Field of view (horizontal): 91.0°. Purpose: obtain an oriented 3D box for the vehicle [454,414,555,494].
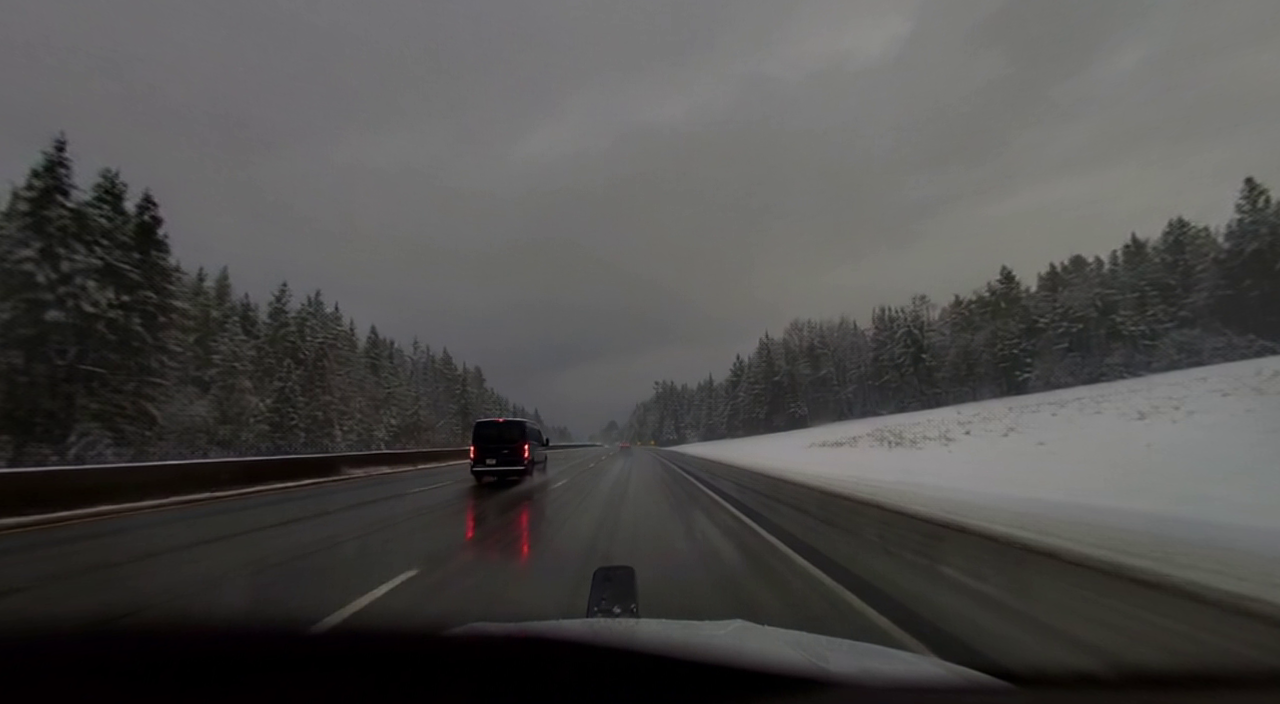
[{"bbox_3d":[-3.827,2.988,18.722,1.976,2.029,4.737,-1,-8,0],"label":"vehicle"}]
